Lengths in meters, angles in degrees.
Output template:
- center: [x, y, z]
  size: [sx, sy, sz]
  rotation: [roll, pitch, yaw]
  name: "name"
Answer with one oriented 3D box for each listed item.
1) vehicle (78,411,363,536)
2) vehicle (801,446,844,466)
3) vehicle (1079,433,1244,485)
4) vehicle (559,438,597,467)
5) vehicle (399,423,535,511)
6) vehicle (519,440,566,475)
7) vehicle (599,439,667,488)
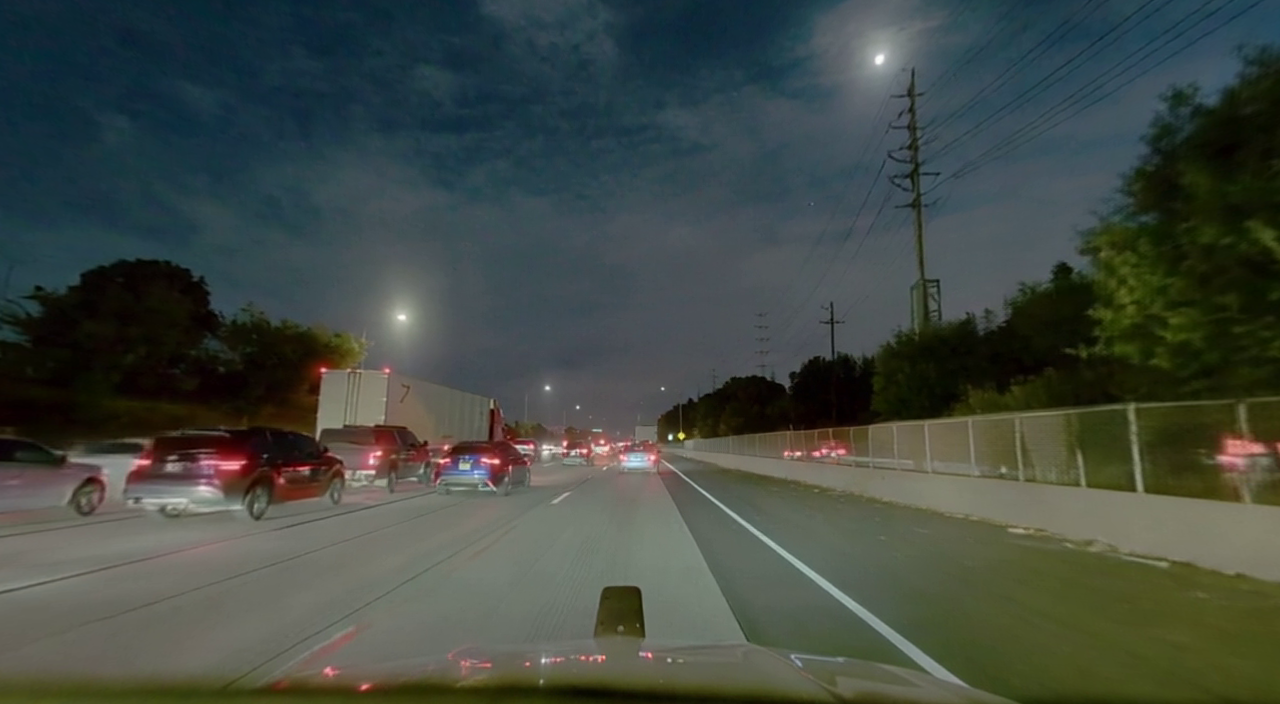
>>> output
- center: [-6.948, 2.063, 11.242]
  size: [2.027, 1.762, 4.386]
  rotation: [0, -9, 0]
  name: "vehicle"
- center: [14.360, 8.184, 49.991]
  size: [1.949, 1.472, 4.795]
  rotation: [0, -9, -1]
  name: "vehicle"
- center: [17.697, 3.651, 21.787]
  size: [1.936, 1.591, 4.362]
  rotation: [0, -9, 0]
  name: "vehicle"
- center: [-3.910, 6.411, 40.382]
  size: [1.976, 1.705, 4.176]
  rotation: [0, -9, 1]
  name: "vehicle"
- center: [-3.756, 2.582, 14.616]
  size: [1.923, 1.716, 4.289]
  rotation: [0, -9, 0]
  name: "vehicle"
- center: [-4.438, 4.870, 29.325]
  size: [1.870, 1.485, 4.304]
  rotation: [1, -9, -5]
  name: "vehicle"
- center: [-0.235, 3.674, 21.127]
  size: [2.089, 1.477, 3.818]
  rotation: [0, -9, -1]
  name: "vehicle"
